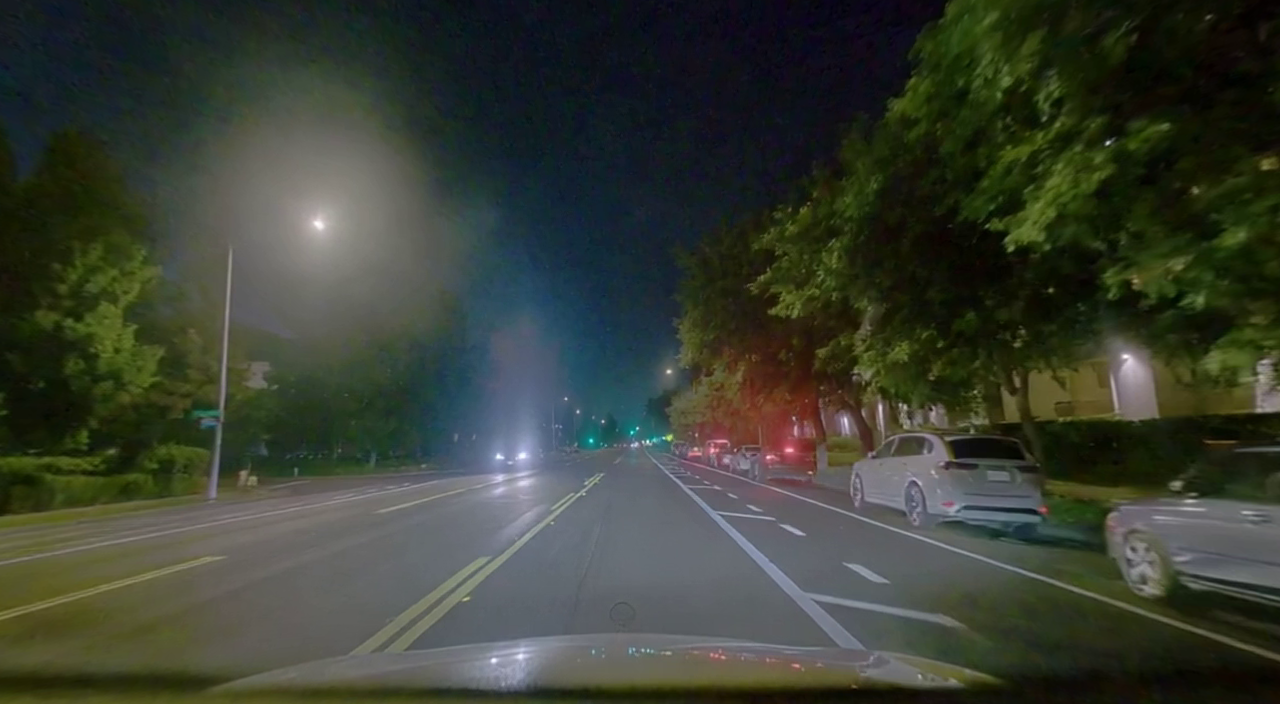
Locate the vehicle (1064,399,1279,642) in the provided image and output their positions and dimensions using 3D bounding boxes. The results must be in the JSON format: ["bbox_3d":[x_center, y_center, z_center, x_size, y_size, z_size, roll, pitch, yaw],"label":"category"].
[{"bbox_3d":[5.299,1.072,3.798,1.893,1.628,5.026,0,-8,-1],"label":"vehicle"}]

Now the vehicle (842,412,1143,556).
[{"bbox_3d":[5.119,1.972,10.195,2.039,1.752,4.686,0,-8,-1],"label":"vehicle"}]

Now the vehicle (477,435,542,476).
[{"bbox_3d":[-6.732,5.406,33.314,2.105,1.919,6.049,0,-8,0],"label":"vehicle"}]

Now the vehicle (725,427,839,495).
[{"bbox_3d":[4.022,3.185,18.807,2.272,1.744,4.324,0,-8,-2],"label":"vehicle"}]
